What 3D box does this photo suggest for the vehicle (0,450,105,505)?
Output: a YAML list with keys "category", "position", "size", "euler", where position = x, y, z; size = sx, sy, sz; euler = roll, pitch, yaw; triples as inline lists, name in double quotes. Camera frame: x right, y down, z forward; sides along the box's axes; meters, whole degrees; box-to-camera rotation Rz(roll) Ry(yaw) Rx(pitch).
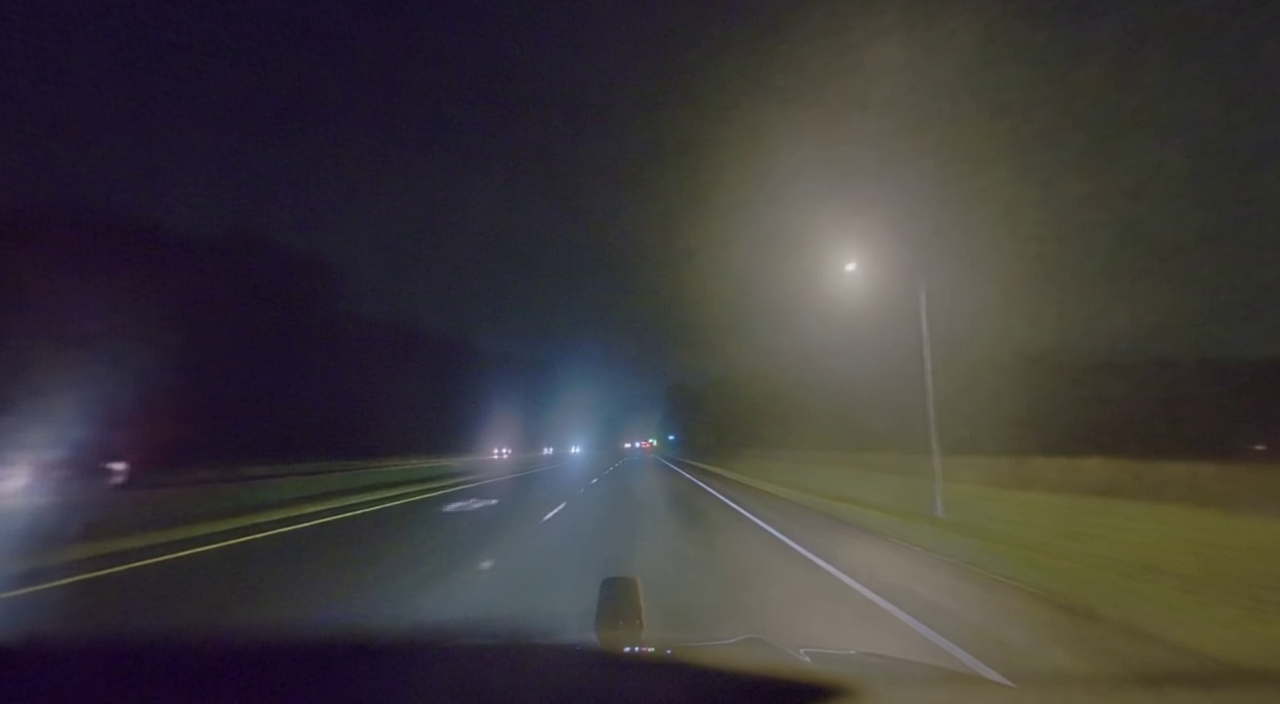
- category: "vehicle"
  position: [-19.221, 3.746, 18.996]
  size: [1.960, 1.519, 4.654]
  euler: [0, -9, 2]
